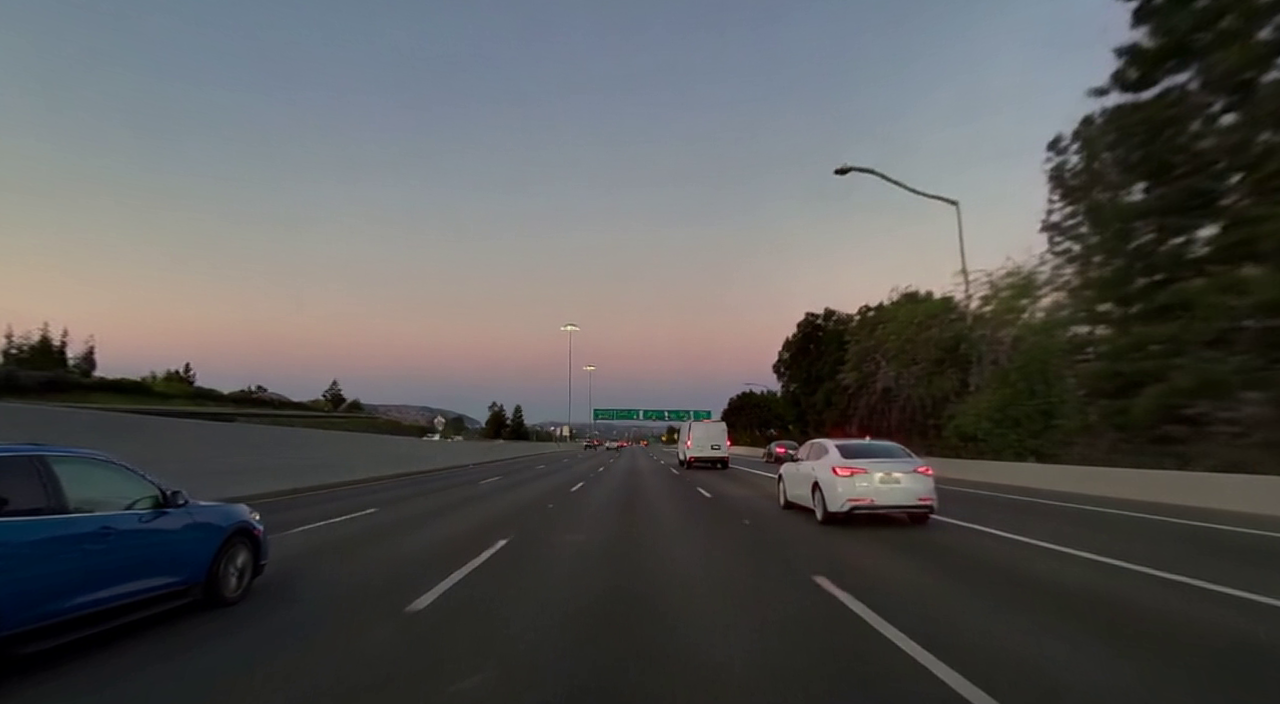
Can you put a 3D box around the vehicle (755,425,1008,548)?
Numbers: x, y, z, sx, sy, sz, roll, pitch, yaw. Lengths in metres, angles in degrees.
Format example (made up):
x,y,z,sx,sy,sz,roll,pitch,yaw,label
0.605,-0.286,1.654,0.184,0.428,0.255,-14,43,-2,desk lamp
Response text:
x,y,z,sx,sy,sz,roll,pitch,yaw,label
3.478,2.054,10.459,2.108,1.509,5.059,0,-8,-1,vehicle

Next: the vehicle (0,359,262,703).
x,y,z,sx,sy,sz,roll,pitch,yaw,label
-3.959,0.839,2.760,2.000,1.646,4.201,0,-8,0,vehicle

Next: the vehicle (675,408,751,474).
x,y,z,sx,sy,sz,roll,pitch,yaw,label
3.239,4.195,29.674,2.629,2.718,6.740,0,-8,-1,vehicle
